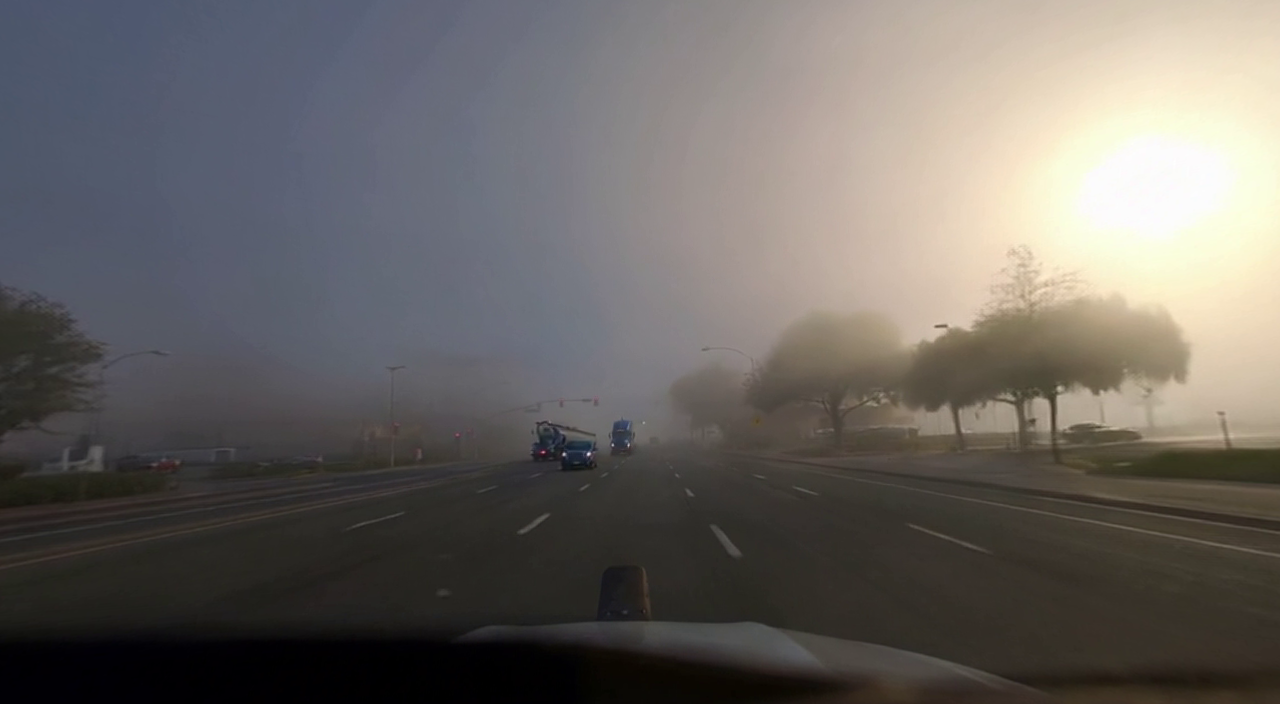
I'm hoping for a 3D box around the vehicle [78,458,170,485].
[{"bbox_3d":[-35.625,8.238,43.613,4.485,1.772,2.149,0,-8,2],"label":"vehicle"}]

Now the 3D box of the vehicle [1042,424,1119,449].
[{"bbox_3d":[27.088,5.229,38.951,1.796,1.453,4.296,0,-8,3],"label":"vehicle"}]

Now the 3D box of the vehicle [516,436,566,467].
[{"bbox_3d":[-5.894,5.978,38.058,2.179,1.750,4.621,0,-8,1],"label":"vehicle"}]
